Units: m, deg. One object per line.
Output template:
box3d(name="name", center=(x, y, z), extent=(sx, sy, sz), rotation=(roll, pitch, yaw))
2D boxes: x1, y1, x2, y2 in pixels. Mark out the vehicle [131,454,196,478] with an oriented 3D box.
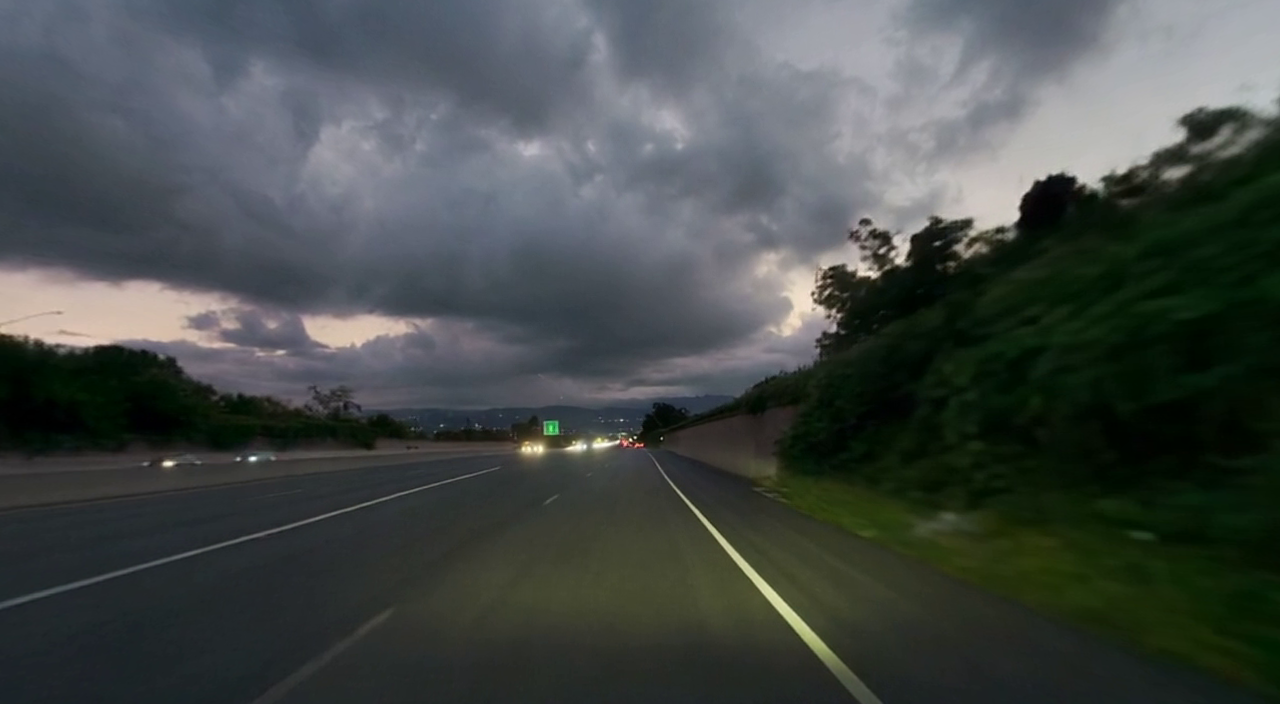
box3d(name="vehicle", center=(-34.305, 8.194, 45.426), extent=(1.815, 1.475, 4.486), rotation=(1, -8, -10))
